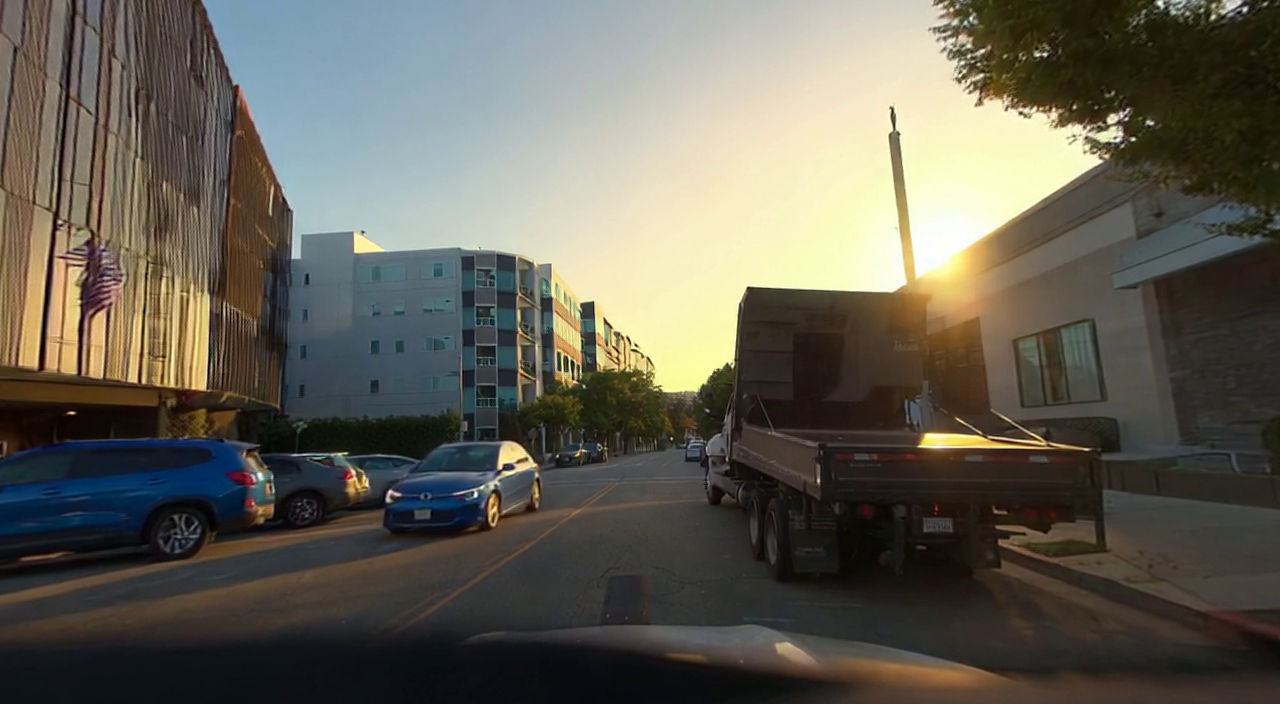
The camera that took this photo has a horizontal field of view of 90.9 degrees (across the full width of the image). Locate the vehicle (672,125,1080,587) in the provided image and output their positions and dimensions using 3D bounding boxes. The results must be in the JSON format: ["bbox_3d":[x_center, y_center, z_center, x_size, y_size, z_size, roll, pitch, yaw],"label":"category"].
[{"bbox_3d":[2.518,0.780,11.294,3.320,4.034,11.553,-1,-8,6],"label":"vehicle"}]

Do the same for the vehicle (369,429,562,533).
[{"bbox_3d":[-3.086,2.396,12.400,2.311,1.631,4.510,0,-8,3],"label":"vehicle"}]

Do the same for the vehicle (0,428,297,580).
[{"bbox_3d":[-8.150,2.092,9.225,5.022,1.872,2.137,7,-11,-41],"label":"vehicle"}]
